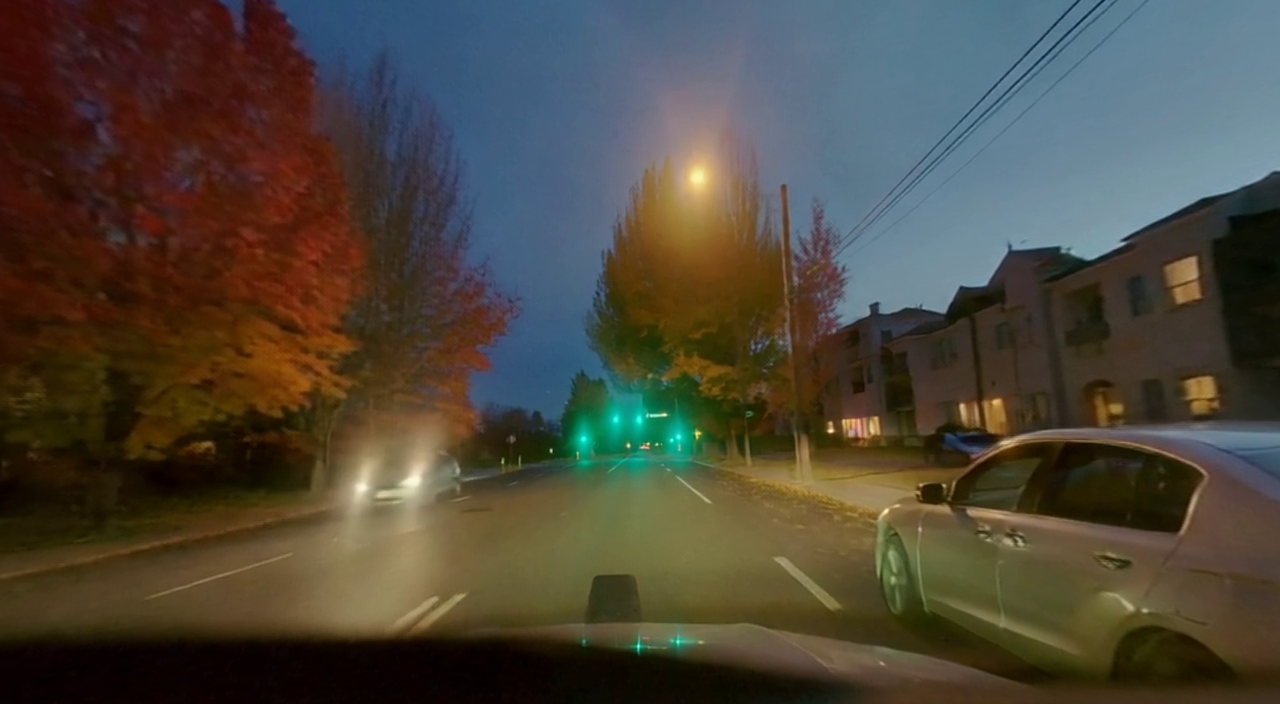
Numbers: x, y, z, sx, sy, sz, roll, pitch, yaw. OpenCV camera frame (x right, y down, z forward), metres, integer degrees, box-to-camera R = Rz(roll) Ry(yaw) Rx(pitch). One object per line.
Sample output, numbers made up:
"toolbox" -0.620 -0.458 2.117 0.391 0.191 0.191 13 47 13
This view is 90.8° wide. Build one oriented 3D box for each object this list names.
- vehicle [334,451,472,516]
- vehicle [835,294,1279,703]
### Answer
"vehicle" -6.259 3.496 17.385 2.031 1.521 4.538 0 -9 0
"vehicle" 2.954 0.963 3.338 2.224 1.791 4.834 0 -9 -1
